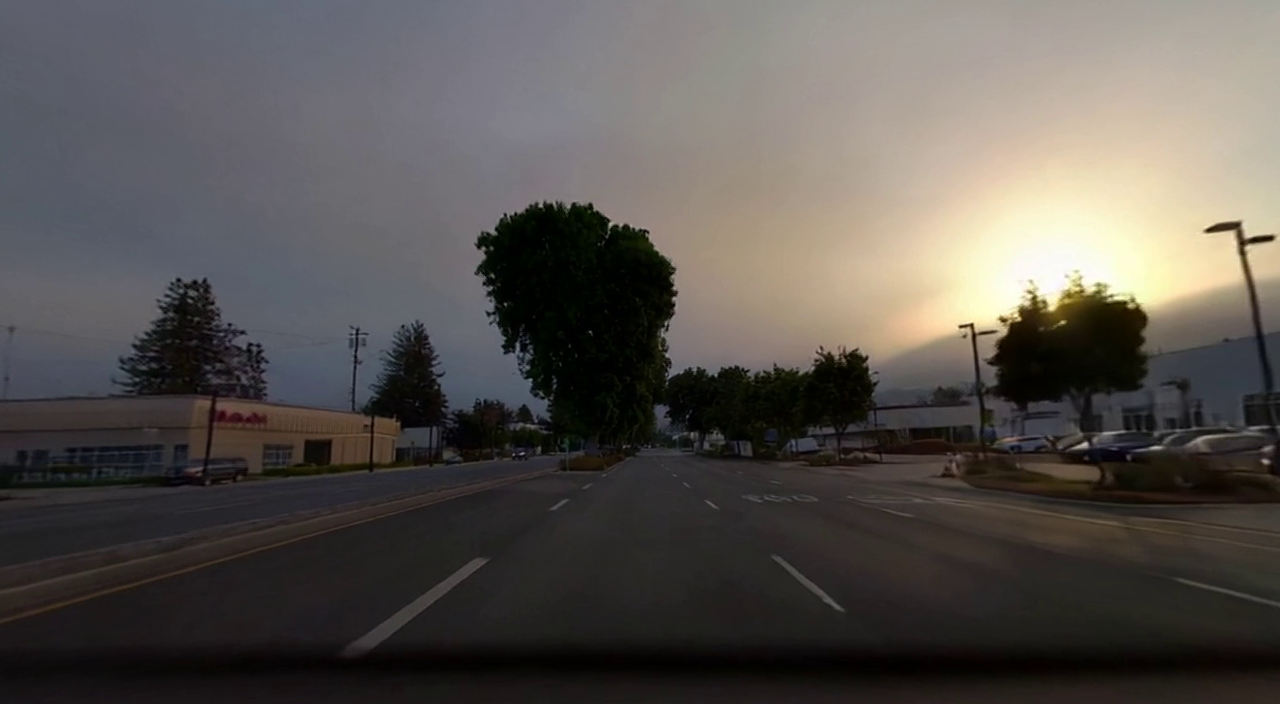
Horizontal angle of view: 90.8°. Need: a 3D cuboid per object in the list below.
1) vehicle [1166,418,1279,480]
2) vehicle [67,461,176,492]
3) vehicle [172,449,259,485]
[{"bbox_3d":[20.120,3.100,20.241,4.618,1.835,2.123,0,-9,-2],"label":"vehicle"},{"bbox_3d":[-29.041,6.977,35.617,1.864,1.502,4.731,-1,-9,6],"label":"vehicle"},{"bbox_3d":[-24.949,6.788,37.086,5.468,1.809,2.141,-8,-10,31],"label":"vehicle"}]
